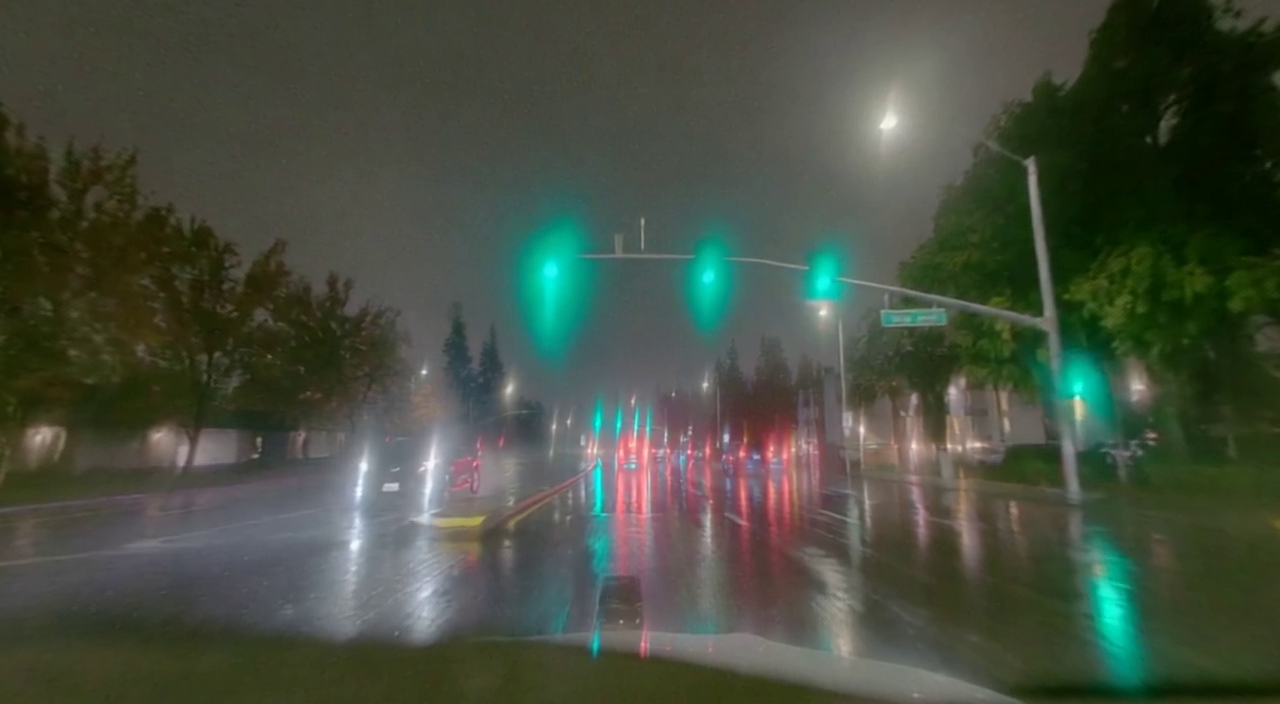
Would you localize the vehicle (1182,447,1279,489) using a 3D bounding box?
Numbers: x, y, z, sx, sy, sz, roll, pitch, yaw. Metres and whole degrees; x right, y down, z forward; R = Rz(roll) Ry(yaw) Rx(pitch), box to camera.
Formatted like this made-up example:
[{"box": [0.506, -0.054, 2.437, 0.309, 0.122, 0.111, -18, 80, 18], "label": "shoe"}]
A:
[{"box": [27.230, 5.119, 28.107, 4.338, 1.727, 2.015, 0, -8, -3], "label": "vehicle"}]

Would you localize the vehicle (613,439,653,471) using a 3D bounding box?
[{"box": [-0.438, 5.651, 34.837, 2.101, 1.641, 4.341, 0, -8, -2], "label": "vehicle"}]

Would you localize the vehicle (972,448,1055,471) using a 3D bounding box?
[{"box": [26.543, 7.647, 44.978, 4.556, 1.525, 2.035, 0, -9, -2], "label": "vehicle"}]

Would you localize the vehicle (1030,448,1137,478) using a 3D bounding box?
[{"box": [26.200, 6.520, 37.424, 4.843, 1.628, 2.063, 0, -8, -3], "label": "vehicle"}]

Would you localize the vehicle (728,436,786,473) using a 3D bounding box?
[{"box": [6.534, 5.781, 35.950, 2.052, 1.886, 5.297, 0, -8, -2], "label": "vehicle"}]

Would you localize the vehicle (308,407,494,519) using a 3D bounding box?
[{"box": [-5.210, 2.569, 15.002, 2.145, 2.041, 6.064, -1, -9, -1], "label": "vehicle"}]
